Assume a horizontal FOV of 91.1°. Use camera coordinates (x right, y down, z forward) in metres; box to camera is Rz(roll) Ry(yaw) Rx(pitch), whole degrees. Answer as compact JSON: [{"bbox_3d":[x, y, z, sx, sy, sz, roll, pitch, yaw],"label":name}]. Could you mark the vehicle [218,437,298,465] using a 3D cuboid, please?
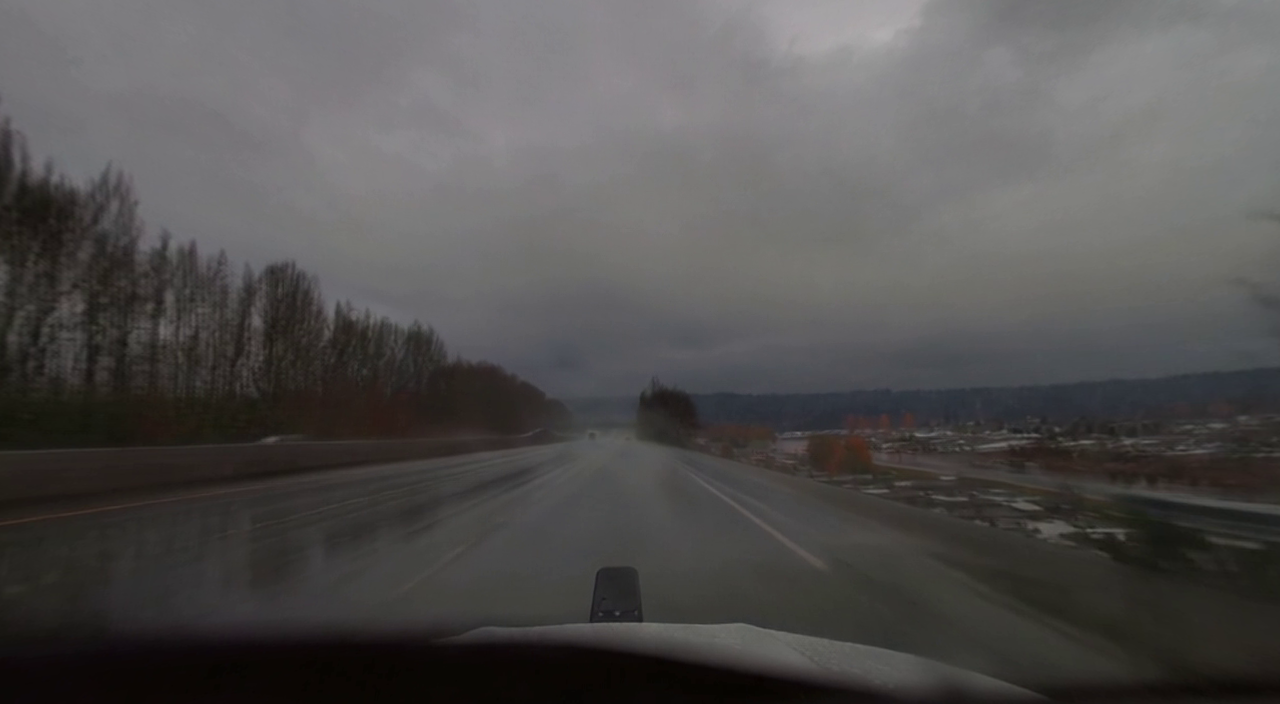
[{"bbox_3d":[-21.799,5.639,36.102,1.874,1.511,4.431,0,-8,-1],"label":"vehicle"}]
